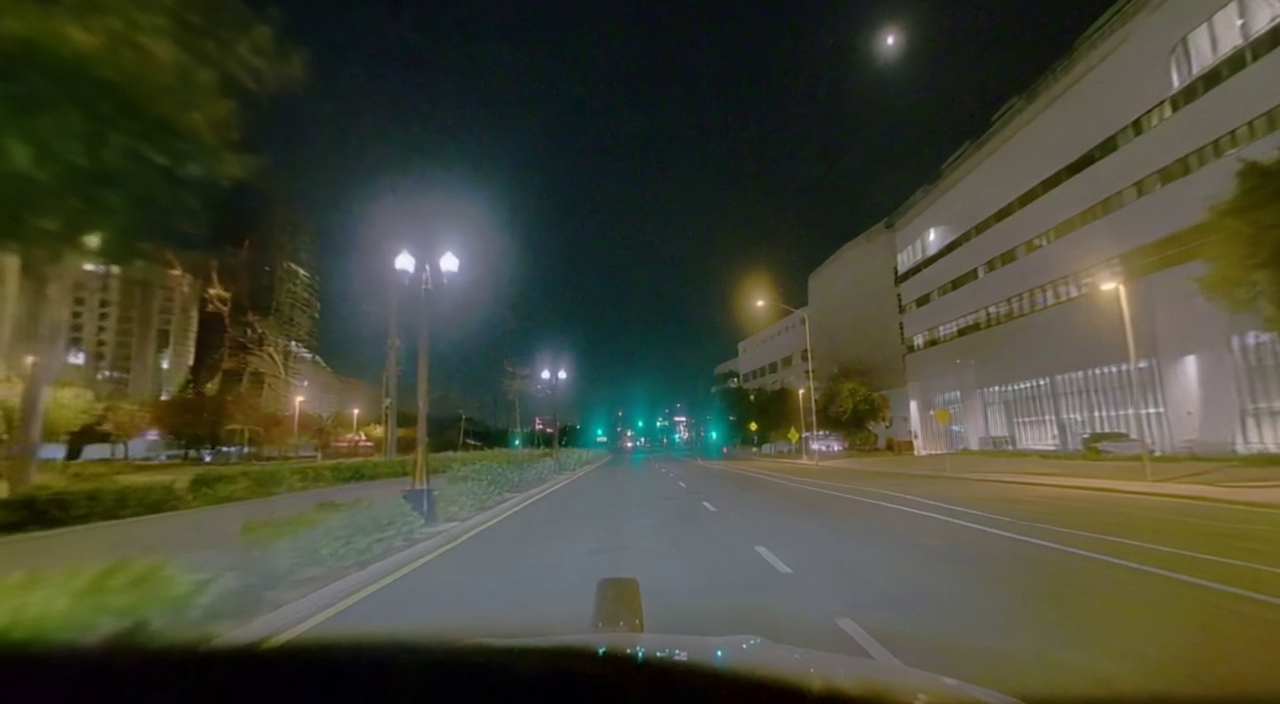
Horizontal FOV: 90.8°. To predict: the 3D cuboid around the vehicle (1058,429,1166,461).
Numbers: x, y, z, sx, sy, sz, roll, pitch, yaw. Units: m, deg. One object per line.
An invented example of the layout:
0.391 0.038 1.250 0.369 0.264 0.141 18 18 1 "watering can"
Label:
29.224 5.804 39.245 4.924 1.901 2.095 0 -9 0 "vehicle"
